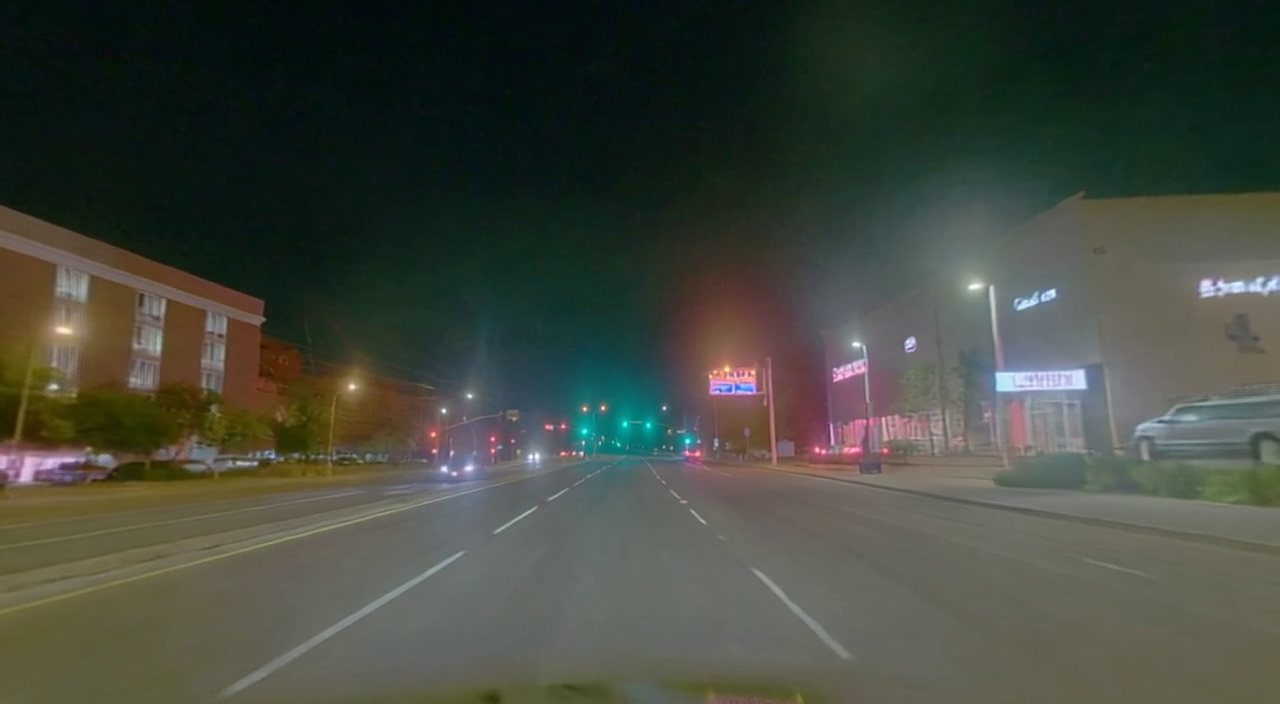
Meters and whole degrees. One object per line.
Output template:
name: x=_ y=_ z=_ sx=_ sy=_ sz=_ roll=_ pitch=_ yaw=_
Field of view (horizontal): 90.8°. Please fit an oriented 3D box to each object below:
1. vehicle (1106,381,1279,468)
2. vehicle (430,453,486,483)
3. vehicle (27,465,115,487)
vehicle: x=16.499 y=2.091 z=17.555 sx=2.228 sy=2.098 sz=5.872 roll=0 pitch=-8 yaw=-5
vehicle: x=-10.158 y=6.476 z=35.601 sx=1.893 sy=1.525 sz=4.237 roll=0 pitch=-8 yaw=0
vehicle: x=-43.124 y=9.419 z=47.915 sx=4.690 sy=1.508 sz=2.000 roll=0 pitch=-8 yaw=0
